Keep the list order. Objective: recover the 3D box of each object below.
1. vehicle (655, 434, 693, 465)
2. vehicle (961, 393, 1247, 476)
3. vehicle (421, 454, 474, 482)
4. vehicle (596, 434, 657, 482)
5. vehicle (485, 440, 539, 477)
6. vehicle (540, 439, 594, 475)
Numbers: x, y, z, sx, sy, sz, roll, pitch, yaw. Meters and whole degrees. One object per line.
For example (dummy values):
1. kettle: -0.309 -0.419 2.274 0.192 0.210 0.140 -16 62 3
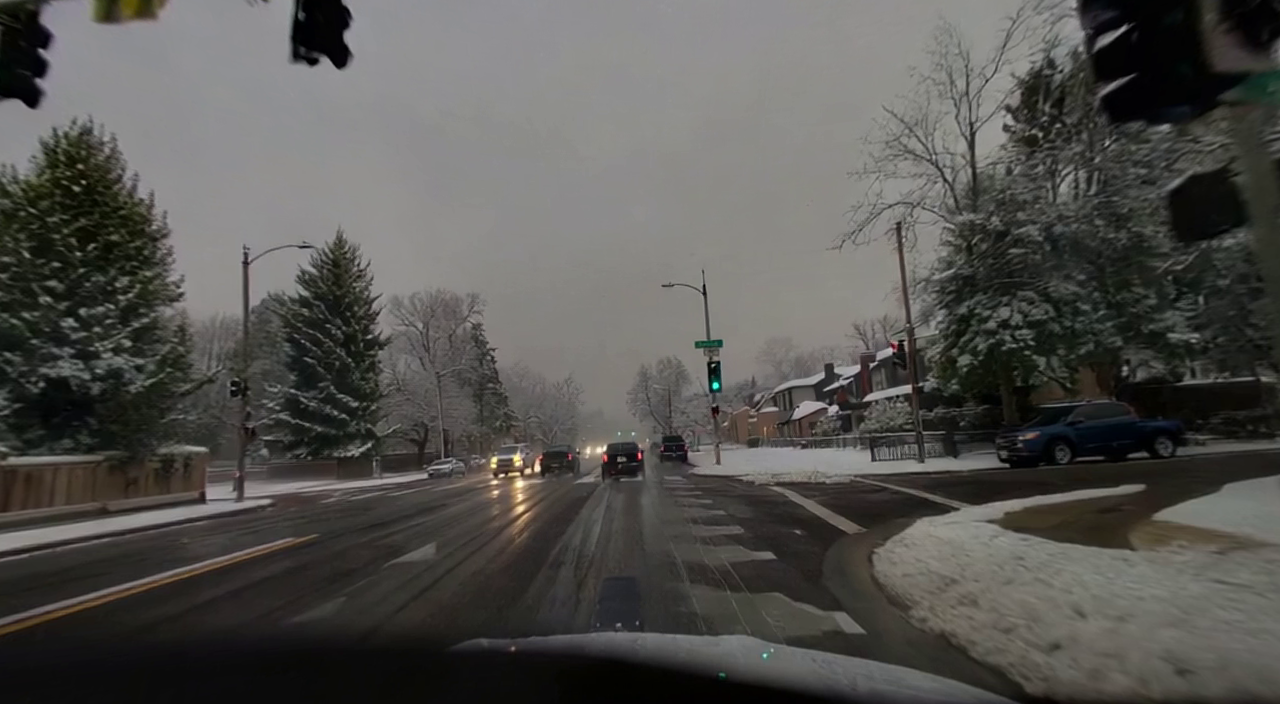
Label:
1. vehicle: 2.143 6.350 41.416 2.119 1.884 4.567 0 -8 -2
2. vehicle: 13.109 2.416 18.288 6.141 2.000 2.552 -2 -9 1
3. vehicle: -12.804 7.702 42.271 2.050 1.518 5.115 -2 -8 -1
4. vehicle: -0.514 3.869 23.378 2.041 1.575 4.304 0 -8 -2
5. vehicle: -6.765 5.644 33.769 1.958 1.706 4.281 -4 -8 -1
6. vehicle: -3.385 4.958 30.081 2.117 1.528 4.277 -1 -8 -1
